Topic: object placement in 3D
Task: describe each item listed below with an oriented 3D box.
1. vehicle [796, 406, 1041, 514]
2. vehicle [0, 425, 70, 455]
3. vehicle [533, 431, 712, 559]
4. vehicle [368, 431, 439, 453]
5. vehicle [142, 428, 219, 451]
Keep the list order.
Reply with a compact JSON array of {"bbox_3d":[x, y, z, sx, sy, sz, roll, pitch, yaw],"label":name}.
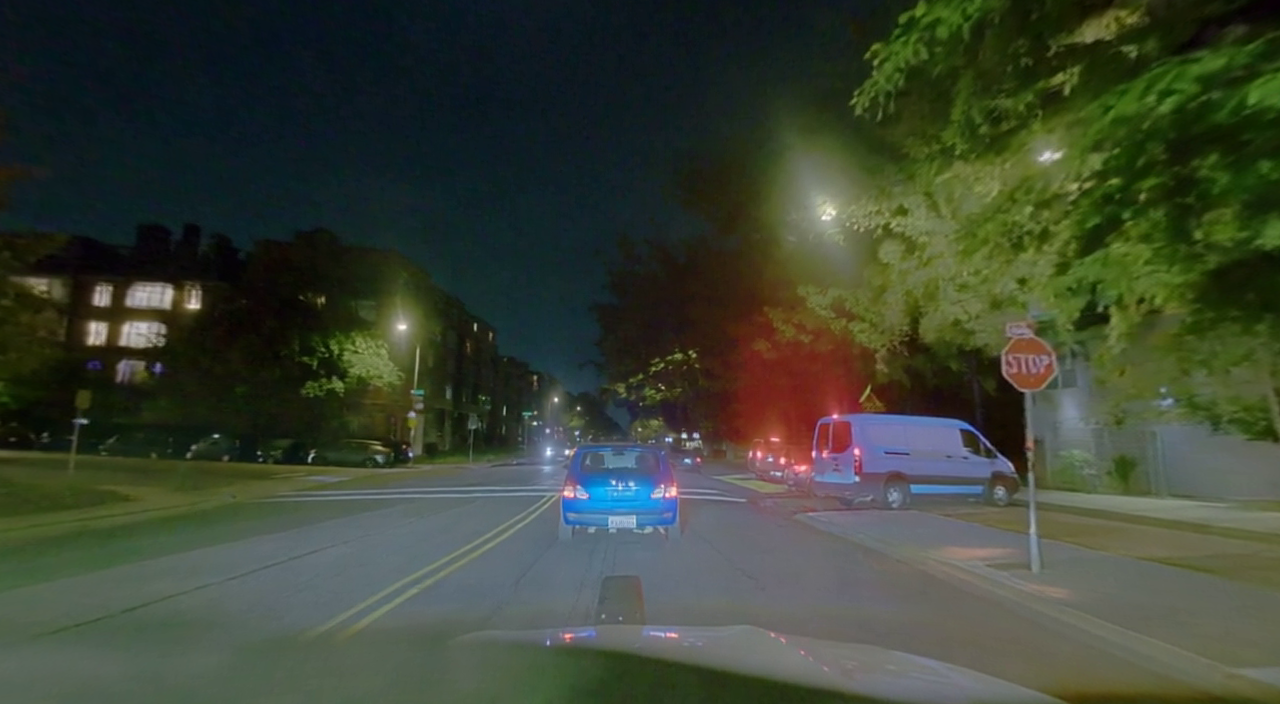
[{"bbox_3d":[6.547,2.470,14.816,5.385,2.146,2.143,4,-9,-26],"label":"vehicle"},{"bbox_3d":[-32.033,4.477,32.086,4.006,1.491,2.007,1,-9,-5],"label":"vehicle"},{"bbox_3d":[-0.268,1.987,9.606,2.065,1.450,4.522,0,-8,-2],"label":"vehicle"},{"bbox_3d":[-18.610,7.133,49.911,4.892,1.679,1.927,1,-9,-7],"label":"vehicle"},{"bbox_3d":[-32.051,6.106,44.151,3.915,1.574,1.850,0,-9,2],"label":"vehicle"}]
